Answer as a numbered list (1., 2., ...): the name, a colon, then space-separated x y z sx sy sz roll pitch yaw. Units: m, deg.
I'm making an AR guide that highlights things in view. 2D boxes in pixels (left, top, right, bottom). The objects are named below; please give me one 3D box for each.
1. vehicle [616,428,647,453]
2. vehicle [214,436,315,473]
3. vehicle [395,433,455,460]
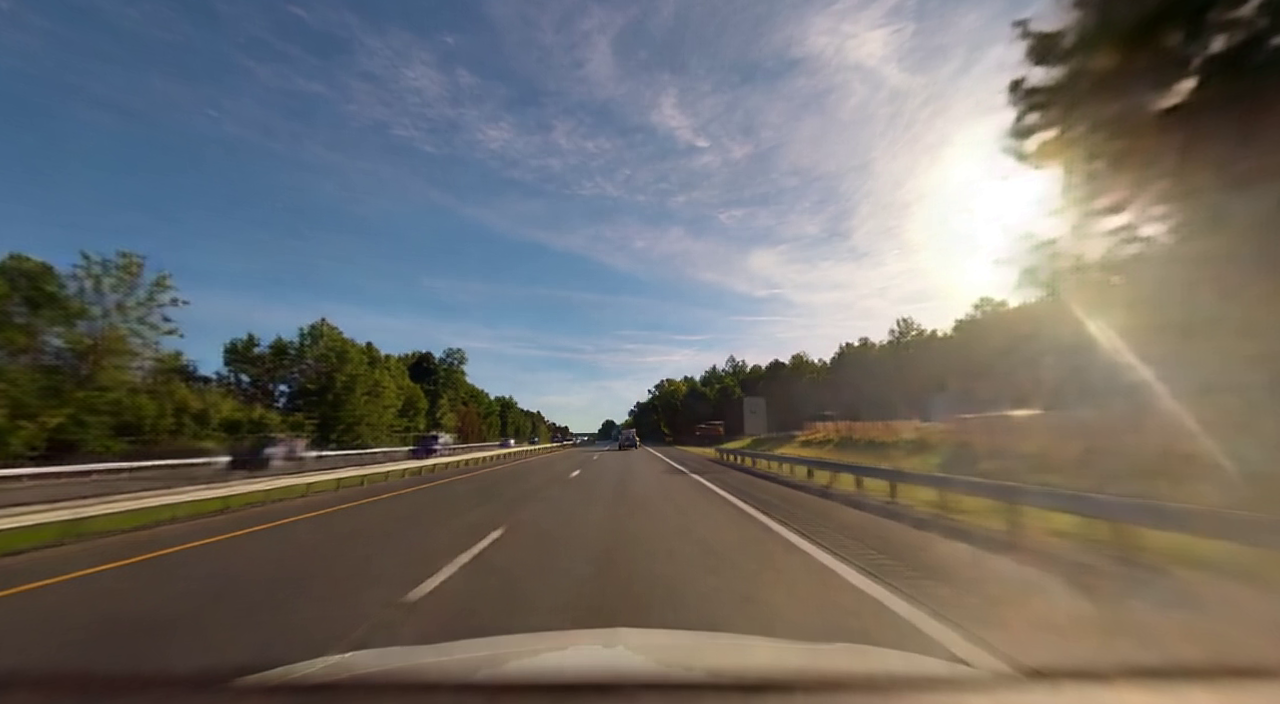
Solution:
1. vehicle: -0.682 6.999 49.921 2.295 1.861 4.564 0 -8 -1
2. vehicle: -17.174 4.675 29.098 1.897 1.575 4.535 0 -8 -1
3. vehicle: -12.397 5.462 36.609 1.993 1.508 4.223 0 -8 -1
